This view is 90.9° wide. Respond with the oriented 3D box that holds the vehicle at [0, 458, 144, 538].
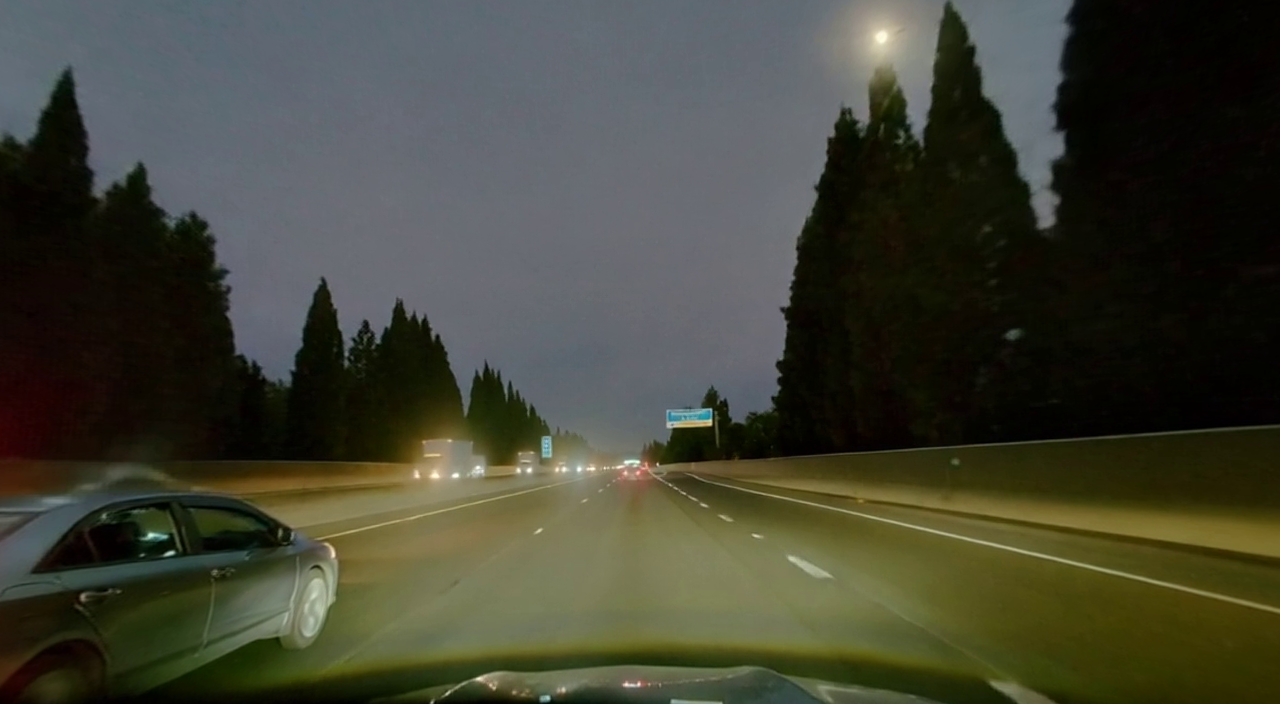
[{"bbox_3d":[-12.975,2.905,12.790,2.022,1.459,4.613,1,-10,0],"label":"vehicle"}]
